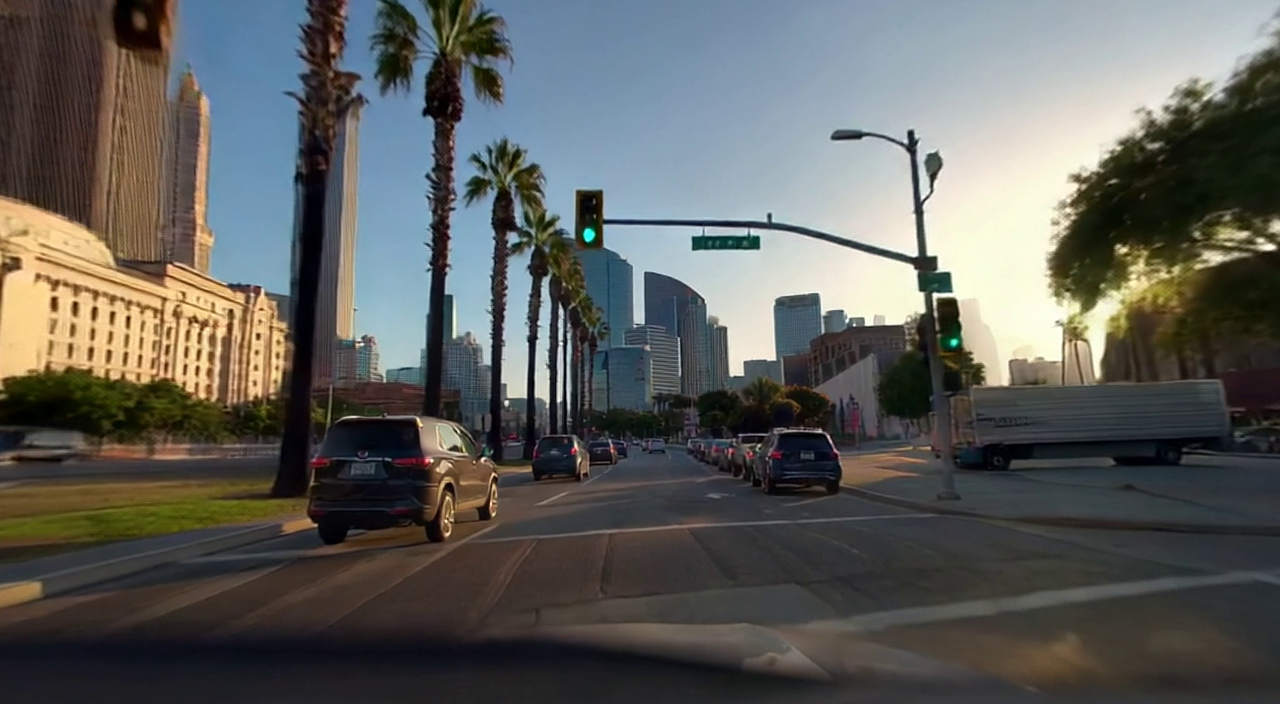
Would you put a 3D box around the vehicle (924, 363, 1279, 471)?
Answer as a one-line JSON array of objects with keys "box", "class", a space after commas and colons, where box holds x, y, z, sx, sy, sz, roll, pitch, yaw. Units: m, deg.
[{"box": [17.073, 2.781, 24.413, 10.428, 3.452, 2.869, -8, -11, 39], "class": "vehicle"}]

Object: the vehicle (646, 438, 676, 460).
[{"box": [1.441, 6.831, 44.213, 2.036, 1.461, 3.890, 0, -8, 1], "class": "vehicle"}]

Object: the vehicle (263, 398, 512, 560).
[{"box": [-3.270, 1.734, 9.233, 1.800, 1.797, 4.224, 0, -8, 1], "class": "vehicle"}]

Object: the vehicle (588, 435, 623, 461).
[{"box": [-2.292, 6.553, 42.932, 1.955, 1.637, 4.243, 0, -8, 3], "class": "vehicle"}]

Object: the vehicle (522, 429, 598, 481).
[{"box": [-2.821, 3.768, 23.245, 2.014, 1.740, 4.392, 0, -8, 2], "class": "vehicle"}]

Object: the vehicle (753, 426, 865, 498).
[{"box": [4.515, 3.014, 17.653, 1.965, 1.735, 4.835, 0, -8, 2], "class": "vehicle"}]
